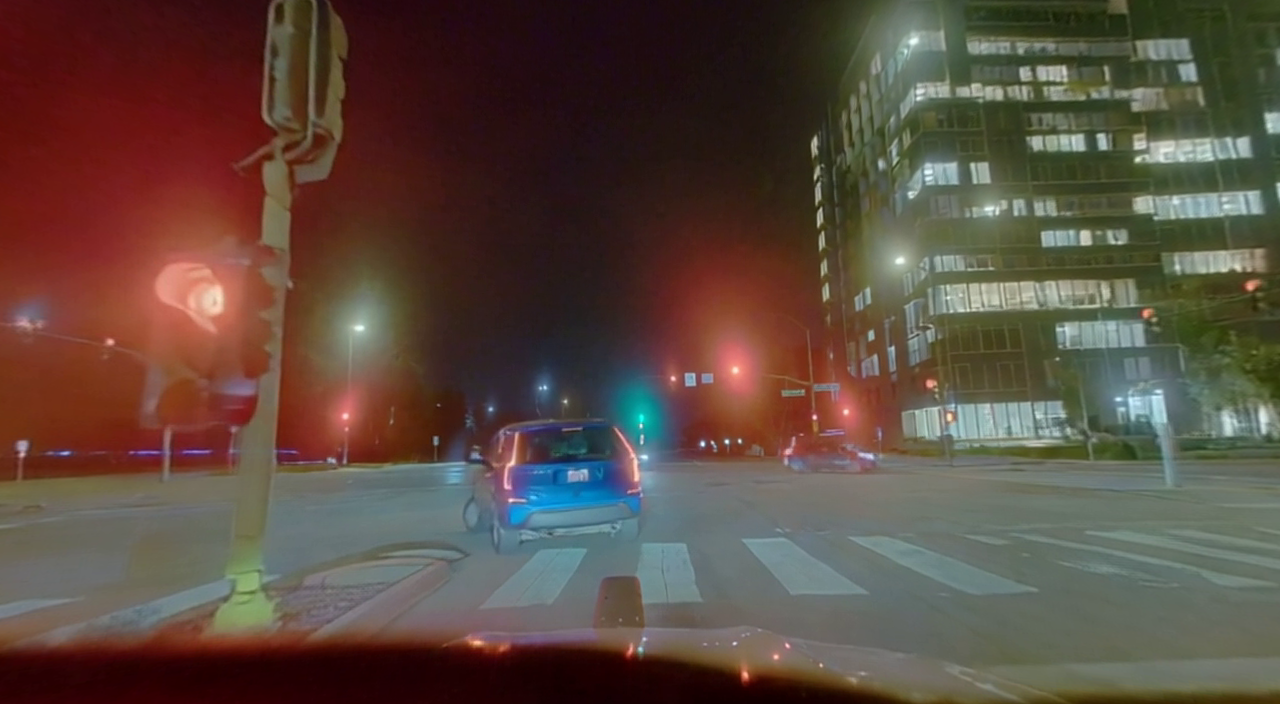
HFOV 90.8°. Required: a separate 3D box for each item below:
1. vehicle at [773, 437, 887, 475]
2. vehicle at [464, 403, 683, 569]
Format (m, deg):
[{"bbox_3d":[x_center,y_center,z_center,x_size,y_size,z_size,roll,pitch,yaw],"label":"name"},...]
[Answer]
[{"bbox_3d":[8.748,4.794,29.263,4.529,1.604,2.130,-6,-10,35],"label":"vehicle"},{"bbox_3d":[-1.218,1.804,9.268,2.085,1.807,4.038,3,-9,-22],"label":"vehicle"}]
